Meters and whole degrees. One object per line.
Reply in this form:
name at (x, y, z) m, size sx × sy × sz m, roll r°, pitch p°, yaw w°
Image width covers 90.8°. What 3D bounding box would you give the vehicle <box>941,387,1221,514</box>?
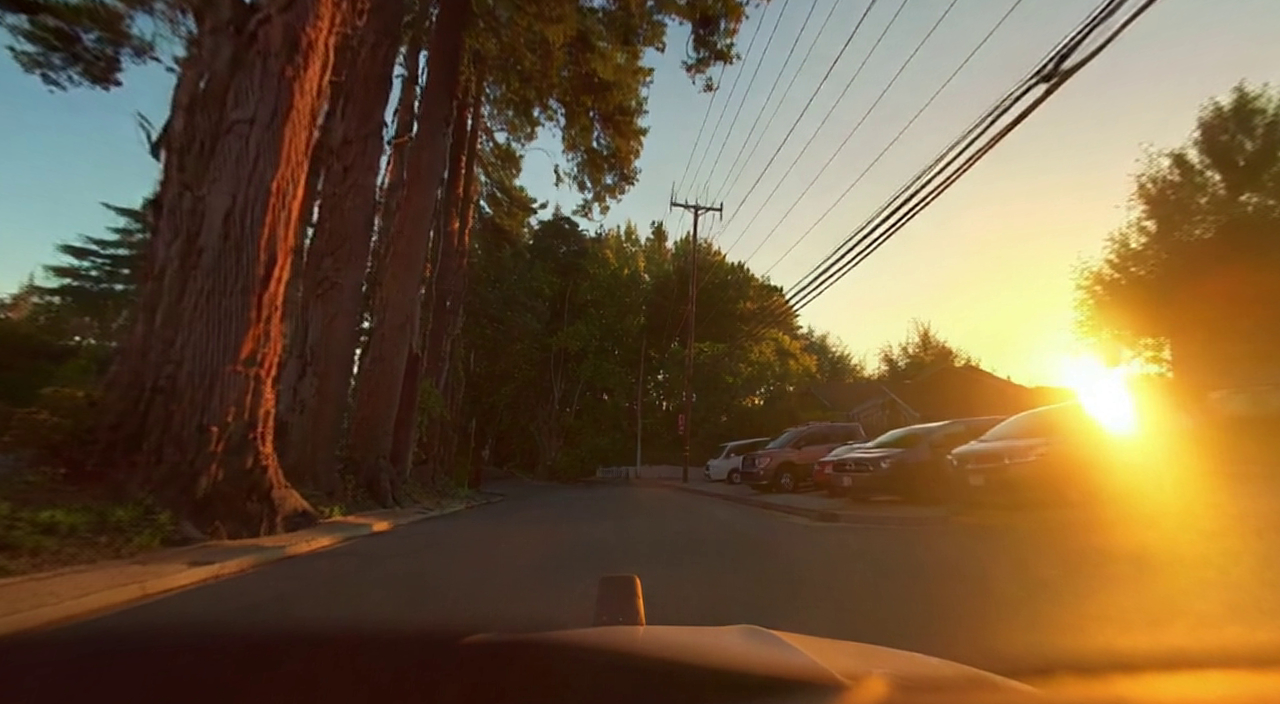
vehicle at (8.217, 1.828, 11.777) m, size 4.780 × 1.984 × 1.896 m, roll 4°, pitch -9°, yaw -23°
